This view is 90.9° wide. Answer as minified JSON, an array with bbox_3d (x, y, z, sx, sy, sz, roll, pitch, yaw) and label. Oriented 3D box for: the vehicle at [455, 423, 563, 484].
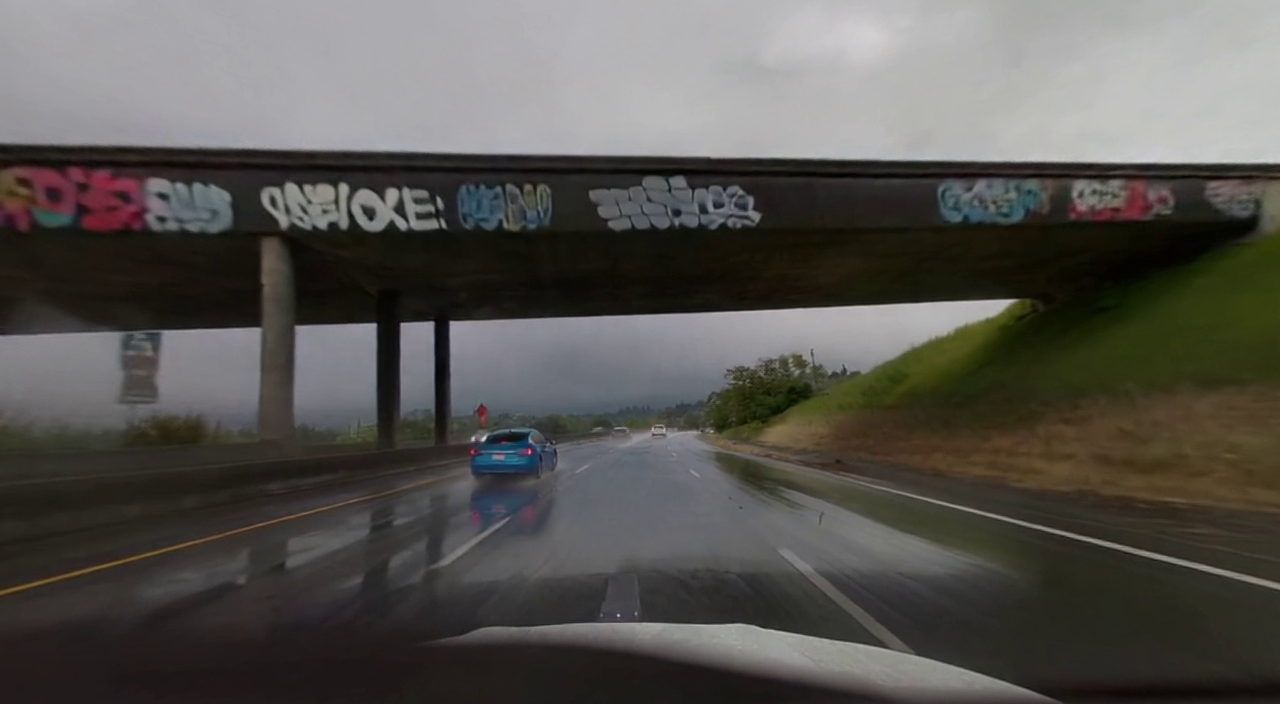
[{"bbox_3d":[-3.645,2.927,18.537,2.108,1.555,4.574,0,-8,1],"label":"vehicle"}]
